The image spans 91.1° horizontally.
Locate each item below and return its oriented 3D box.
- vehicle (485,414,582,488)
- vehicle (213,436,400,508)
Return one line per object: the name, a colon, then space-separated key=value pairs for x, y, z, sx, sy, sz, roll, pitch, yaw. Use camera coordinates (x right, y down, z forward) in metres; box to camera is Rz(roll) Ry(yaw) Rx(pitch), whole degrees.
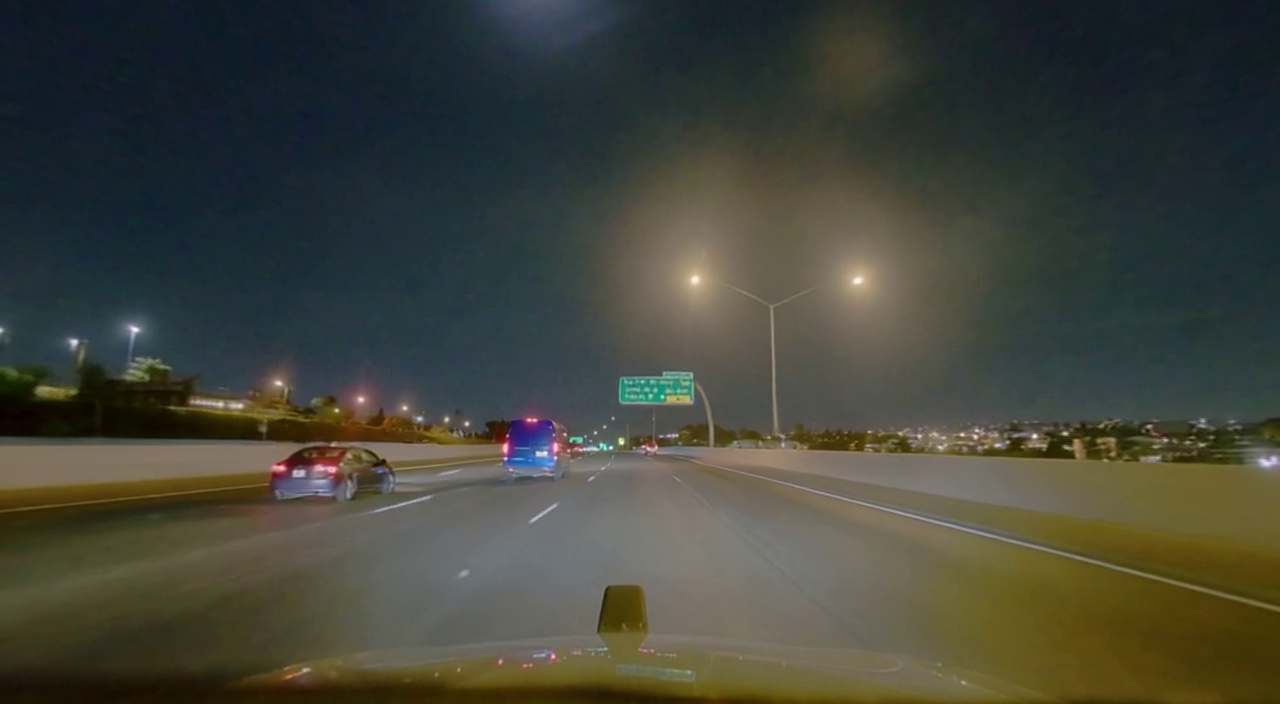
vehicle: x=-3.536 y=3.444 z=22.062 sx=2.372 sy=2.248 sz=5.393 roll=0 pitch=-9 yaw=1
vehicle: x=-7.958 y=2.880 z=15.661 sx=1.987 sy=1.490 sz=4.781 roll=0 pitch=-8 yaw=1
